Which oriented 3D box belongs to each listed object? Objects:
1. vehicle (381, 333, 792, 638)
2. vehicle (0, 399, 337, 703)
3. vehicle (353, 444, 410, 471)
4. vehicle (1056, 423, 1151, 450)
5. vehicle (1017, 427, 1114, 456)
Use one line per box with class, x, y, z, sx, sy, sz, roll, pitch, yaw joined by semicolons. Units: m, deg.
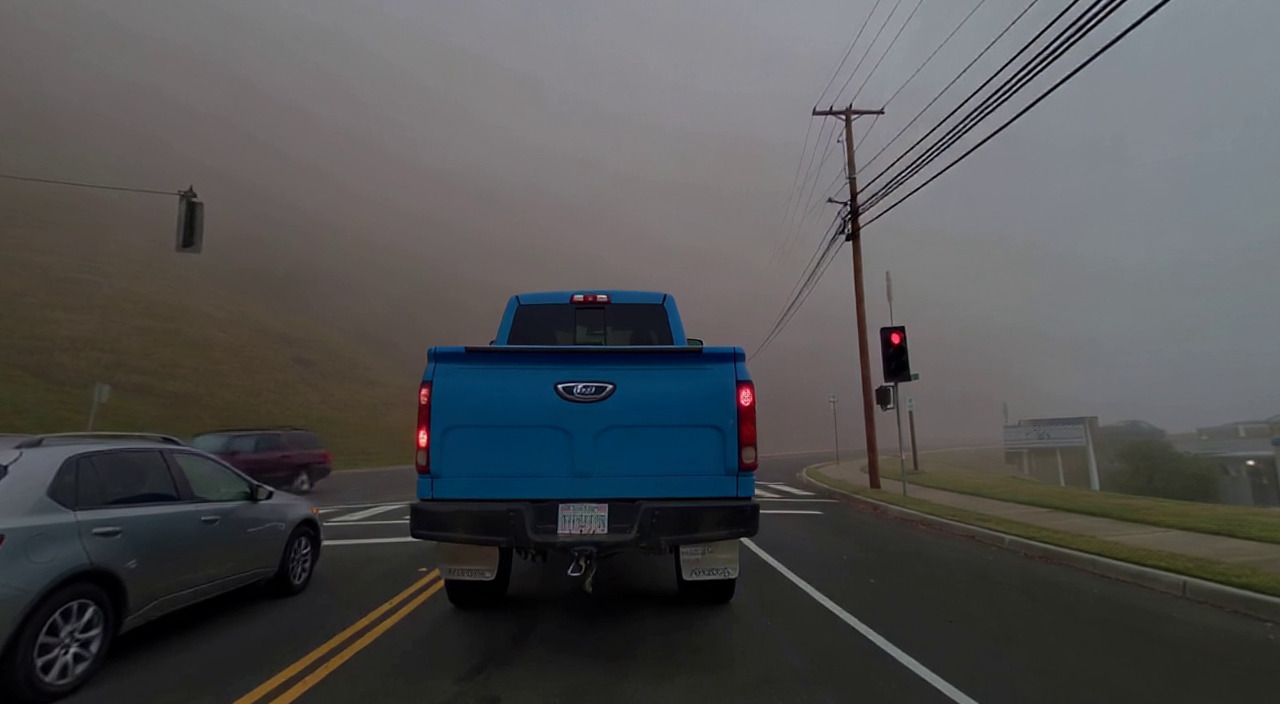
vehicle;-0.426;1.322;7.208;2.859;2.144;5.406;0;-9;-1
vehicle;-3.964;1.188;3.981;2.017;1.555;4.150;-1;-9;0
vehicle;-17.121;7.012;41.914;2.133;1.690;4.331;0;-9;-3
vehicle;32.746;5.999;44.541;5.021;1.757;2.012;-8;-12;44
vehicle;25.563;5.392;37.927;4.419;1.496;1.854;-2;-9;1
